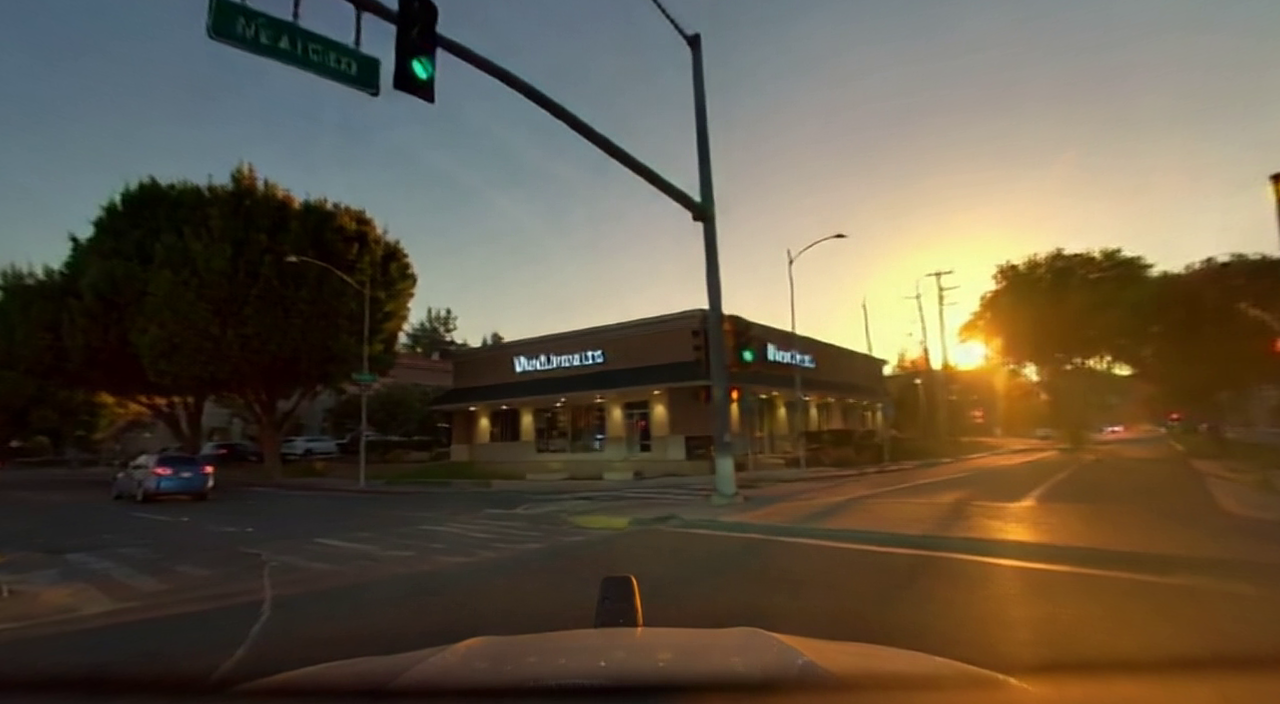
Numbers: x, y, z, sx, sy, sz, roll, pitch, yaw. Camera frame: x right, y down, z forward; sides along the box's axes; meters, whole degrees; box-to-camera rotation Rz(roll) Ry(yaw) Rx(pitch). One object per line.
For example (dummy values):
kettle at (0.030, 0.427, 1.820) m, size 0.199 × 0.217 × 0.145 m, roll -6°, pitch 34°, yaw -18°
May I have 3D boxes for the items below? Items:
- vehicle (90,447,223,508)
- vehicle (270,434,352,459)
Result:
vehicle at (-15.391, 3.876, 20.053) m, size 4.312 × 1.642 × 2.197 m, roll -6°, pitch -10°, yaw 37°
vehicle at (-24.208, 6.958, 46.684) m, size 2.189 × 1.737 × 4.851 m, roll -6°, pitch -9°, yaw 34°
